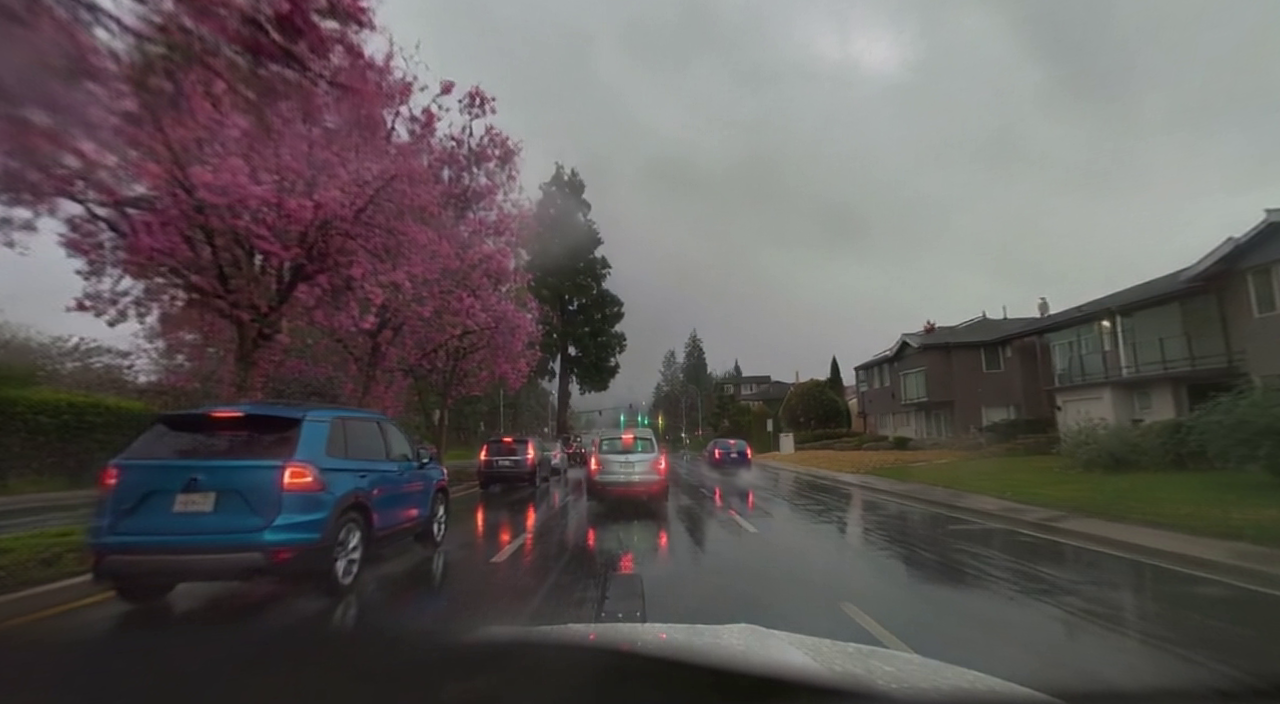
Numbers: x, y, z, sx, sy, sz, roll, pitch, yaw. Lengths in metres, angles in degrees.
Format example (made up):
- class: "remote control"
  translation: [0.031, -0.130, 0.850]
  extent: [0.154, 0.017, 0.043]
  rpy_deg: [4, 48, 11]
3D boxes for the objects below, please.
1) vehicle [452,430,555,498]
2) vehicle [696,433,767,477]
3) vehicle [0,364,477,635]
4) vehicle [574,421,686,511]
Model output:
- class: "vehicle"
  translation: [-3.671, 3.097, 17.832]
  extent: [1.948, 1.668, 4.279]
  rpy_deg: [0, -8, 0]
- class: "vehicle"
  translation: [3.734, 4.324, 26.720]
  extent: [2.188, 1.685, 4.604]
  rpy_deg: [0, -8, -2]
- class: "vehicle"
  translation: [-3.604, 1.392, 7.003]
  extent: [2.304, 1.928, 4.833]
  rpy_deg: [0, -8, 0]
- class: "vehicle"
  translation: [-0.209, 2.465, 14.077]
  extent: [2.112, 1.693, 4.058]
  rpy_deg: [0, -8, -1]
